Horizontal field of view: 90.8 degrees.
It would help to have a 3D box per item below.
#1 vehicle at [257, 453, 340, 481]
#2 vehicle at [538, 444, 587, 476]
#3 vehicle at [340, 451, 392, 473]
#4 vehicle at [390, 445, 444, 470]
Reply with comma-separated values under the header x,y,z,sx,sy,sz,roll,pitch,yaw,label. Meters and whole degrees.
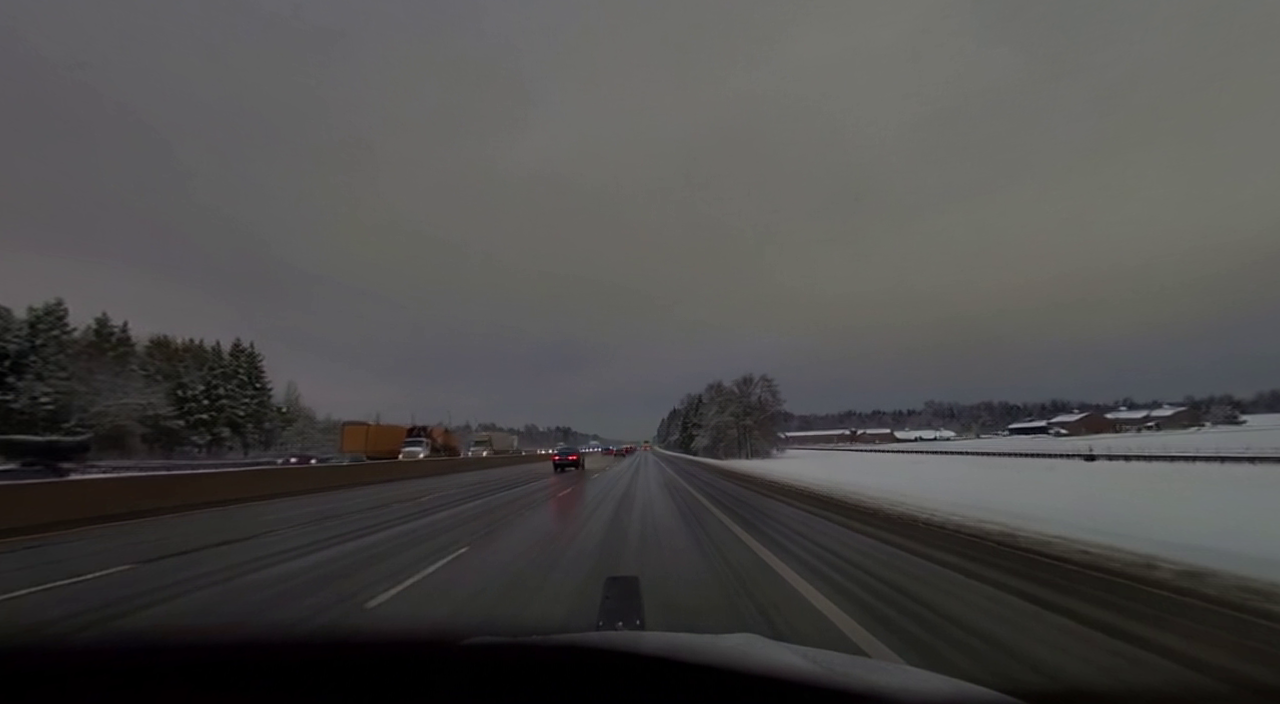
x,y,z,sx,sy,sz,roll,pitch,yaw,label
-19.296,6.508,35.923,1.947,1.459,4.851,0,-9,1,vehicle
-3.931,5.528,32.541,1.954,1.541,4.079,0,-9,1,vehicle
-19.305,7.763,44.644,1.843,1.437,4.194,0,-9,0,vehicle
-15.729,7.481,44.816,2.100,1.678,4.963,0,-9,-1,vehicle
